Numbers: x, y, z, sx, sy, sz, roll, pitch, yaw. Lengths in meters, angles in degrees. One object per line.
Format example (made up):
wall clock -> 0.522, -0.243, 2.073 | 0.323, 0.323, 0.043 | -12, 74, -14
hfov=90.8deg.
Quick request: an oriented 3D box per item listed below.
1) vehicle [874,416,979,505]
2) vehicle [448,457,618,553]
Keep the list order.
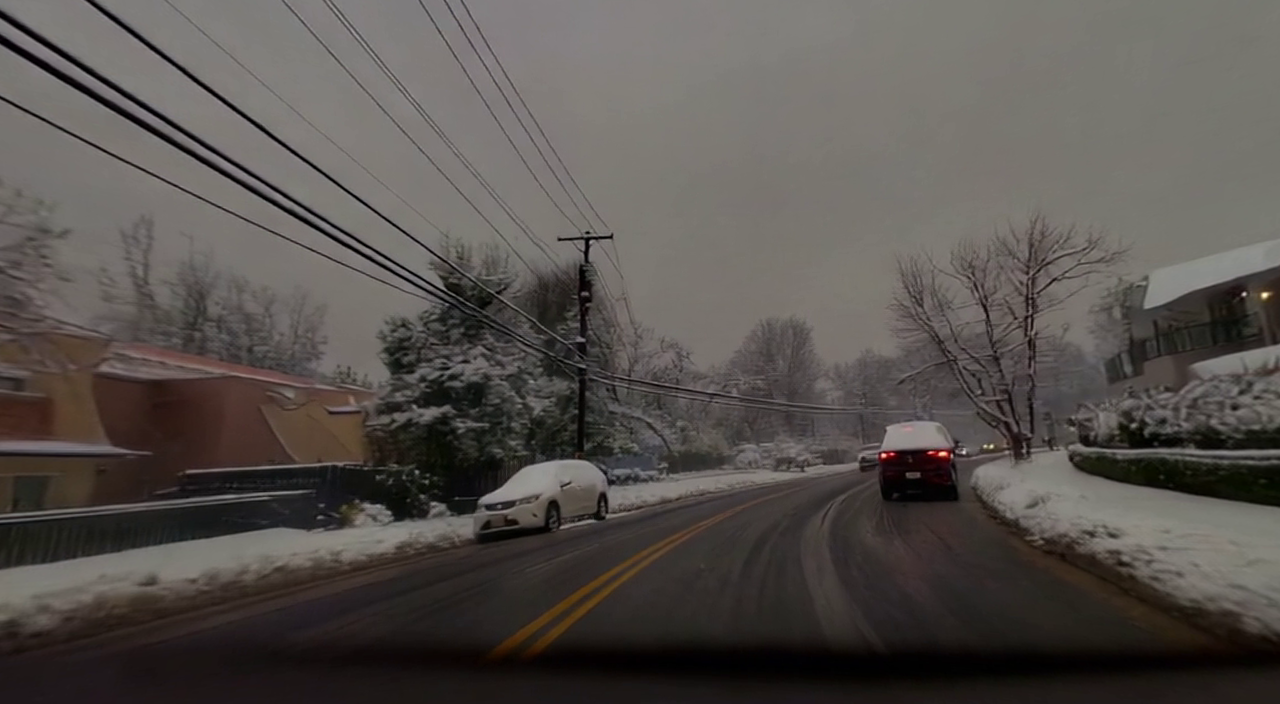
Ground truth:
vehicle -> 7.730, 2.816, 16.770 | 2.086, 1.974, 4.890 | -5, -10, 28
vehicle -> -2.464, 3.672, 15.970 | 2.039, 1.949, 4.511 | -4, -9, 24
